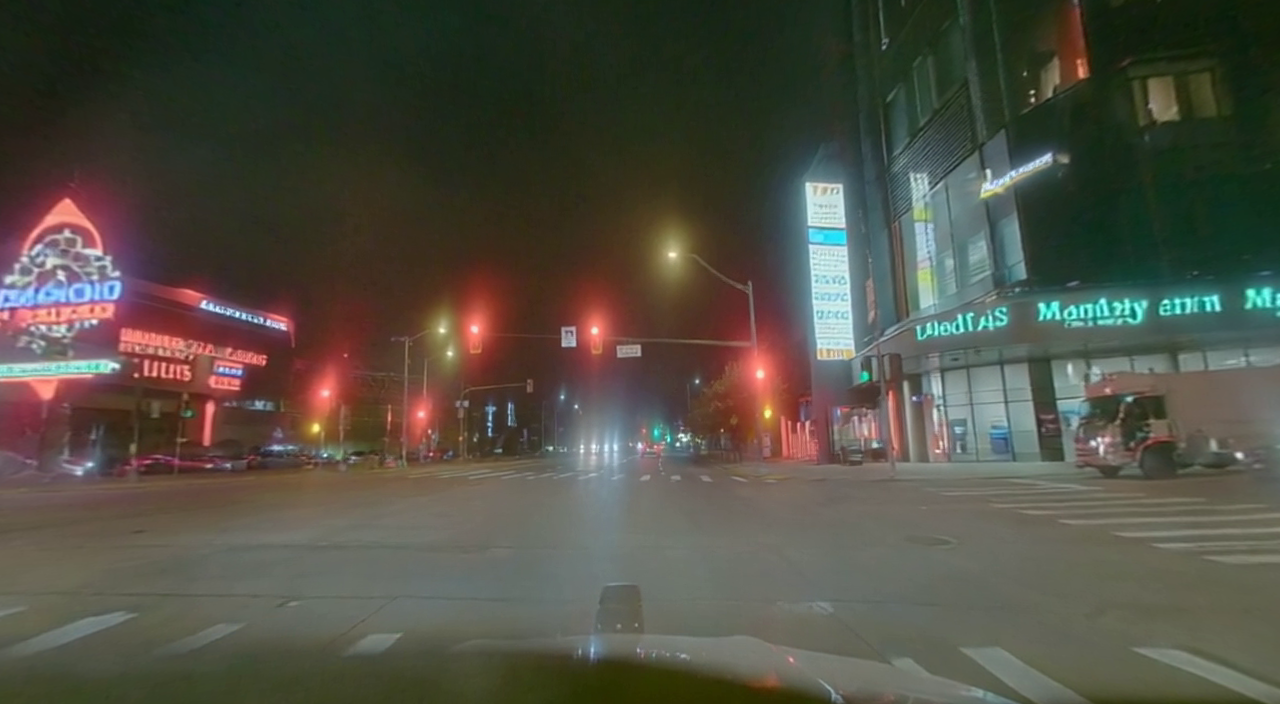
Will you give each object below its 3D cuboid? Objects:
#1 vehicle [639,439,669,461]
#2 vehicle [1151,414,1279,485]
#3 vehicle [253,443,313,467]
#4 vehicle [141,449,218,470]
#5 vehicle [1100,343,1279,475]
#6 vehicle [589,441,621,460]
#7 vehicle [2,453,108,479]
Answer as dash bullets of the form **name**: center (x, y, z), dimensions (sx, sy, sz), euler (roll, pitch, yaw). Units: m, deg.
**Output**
- **vehicle**: center (1.072, 7.432, 48.026), dimensions (2.168, 1.545, 4.047), euler (0, -8, 1)
- **vehicle**: center (15.219, 2.276, 14.768), dimensions (4.517, 1.541, 2.051), euler (-2, -9, 11)
- **vehicle**: center (-28.076, 8.083, 49.807), dimensions (1.643, 1.755, 3.666), euler (-5, -9, 34)
- **vehicle**: center (-35.979, 8.366, 49.467), dimensions (1.802, 1.549, 4.439), euler (-4, -9, 26)
- **vehicle**: center (20.497, 1.557, 17.032), dimensions (12.622, 3.392, 3.039), euler (-2, -9, 13)
- **vehicle**: center (-2.653, 7.595, 48.707), dimensions (1.962, 1.420, 4.021), euler (-1, -8, 4)
- **vehicle**: center (-37.421, 7.266, 40.513), dimensions (1.826, 1.432, 4.530), euler (-5, -10, 30)
